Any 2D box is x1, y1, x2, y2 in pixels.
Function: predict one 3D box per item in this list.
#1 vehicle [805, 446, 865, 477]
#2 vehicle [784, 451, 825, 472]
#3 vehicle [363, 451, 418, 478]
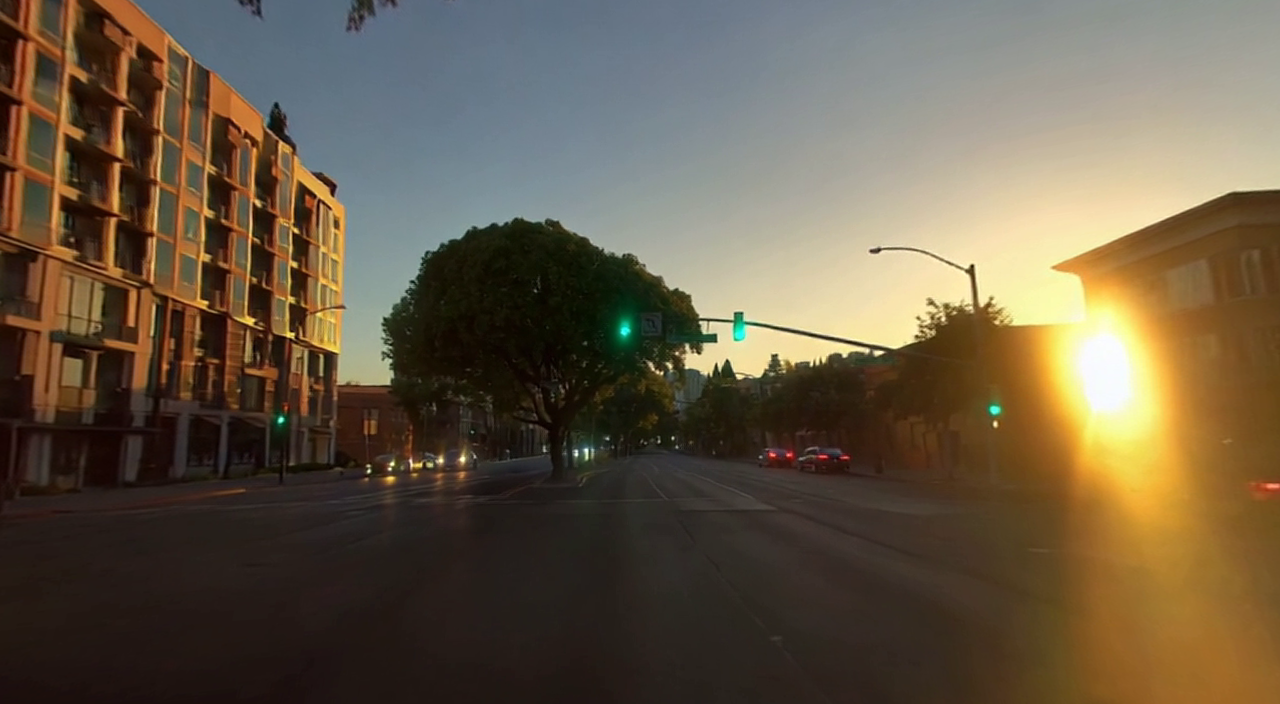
[{"bbox_3d":[12.526,7.030,40.872,2.181,1.876,4.723,1,-8,-2],"label":"vehicle"},{"bbox_3d":[12.298,8.213,47.393,1.802,1.444,4.318,0,-8,-2],"label":"vehicle"},{"bbox_3d":[-17.052,7.706,43.442,2.075,1.708,4.335,0,-8,-2],"label":"vehicle"}]
